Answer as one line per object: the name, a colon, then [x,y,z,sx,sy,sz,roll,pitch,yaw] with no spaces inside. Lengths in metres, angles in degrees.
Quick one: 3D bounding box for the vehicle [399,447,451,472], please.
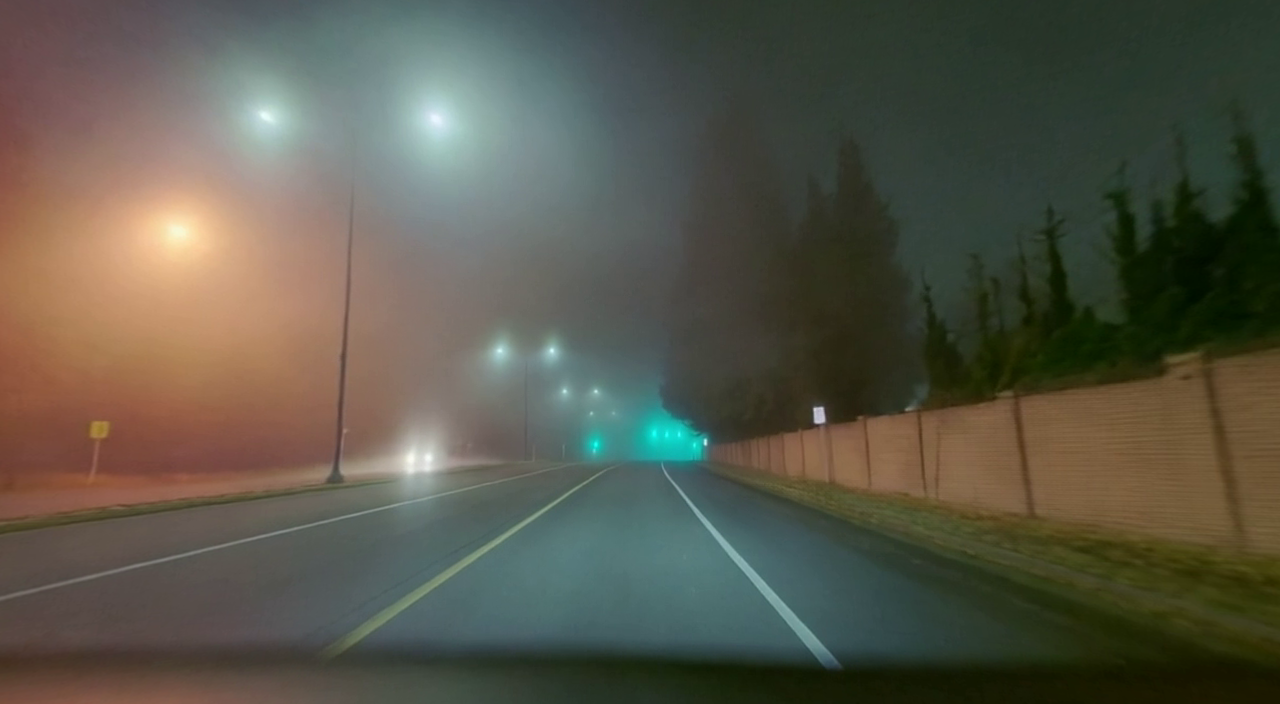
vehicle: [-14.866,7.434,43.835,1.995,1.630,4.533,0,-9,0]
